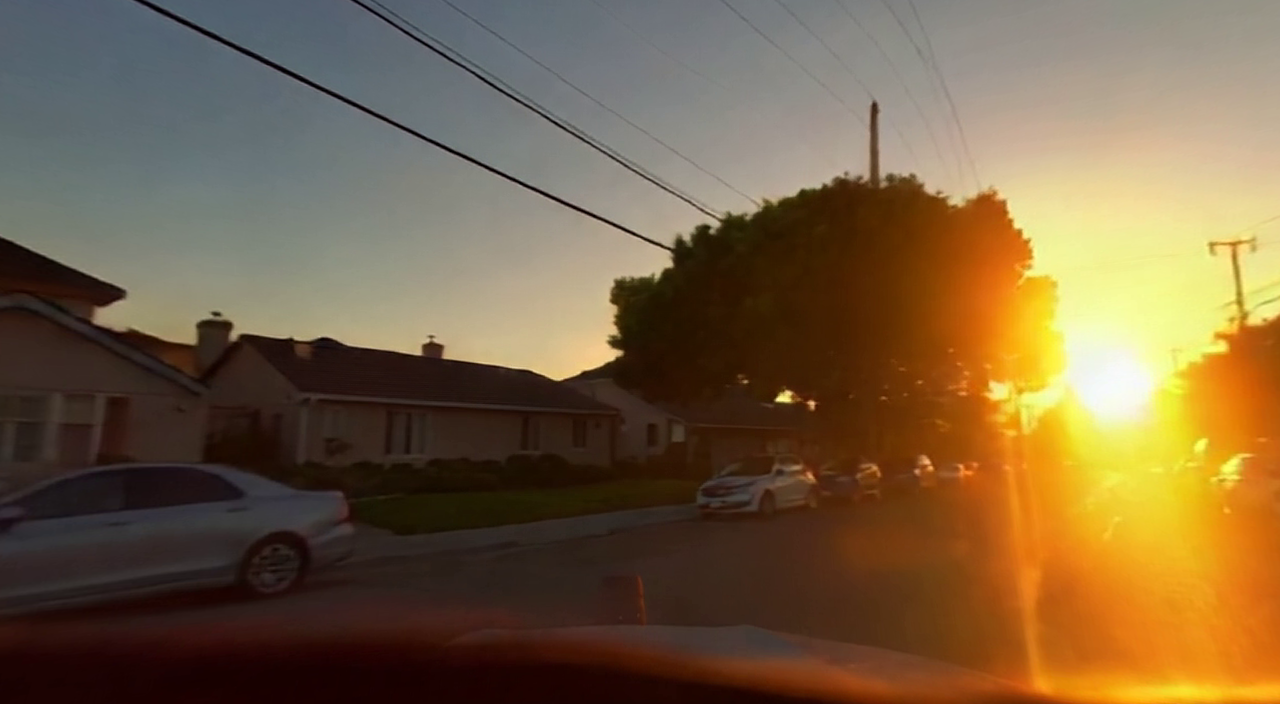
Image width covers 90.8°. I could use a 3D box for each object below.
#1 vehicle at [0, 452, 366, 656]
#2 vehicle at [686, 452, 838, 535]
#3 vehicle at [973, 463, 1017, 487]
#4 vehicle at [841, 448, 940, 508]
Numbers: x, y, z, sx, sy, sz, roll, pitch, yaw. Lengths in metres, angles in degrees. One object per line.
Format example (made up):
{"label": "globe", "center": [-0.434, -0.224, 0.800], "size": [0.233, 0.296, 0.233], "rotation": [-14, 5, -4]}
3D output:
{"label": "vehicle", "center": [-4.977, 1.597, 5.445], "size": [1.746, 1.391, 4.469], "rotation": [-7, -10, 36]}
{"label": "vehicle", "center": [3.162, 3.369, 15.750], "size": [1.909, 1.675, 4.442], "rotation": [-7, -10, 36]}
{"label": "vehicle", "center": [23.660, 8.135, 42.029], "size": [1.958, 1.359, 4.357], "rotation": [-6, -10, 35]}
{"label": "vehicle", "center": [9.427, 4.565, 23.527], "size": [2.034, 1.923, 4.713], "rotation": [-7, -11, 38]}
